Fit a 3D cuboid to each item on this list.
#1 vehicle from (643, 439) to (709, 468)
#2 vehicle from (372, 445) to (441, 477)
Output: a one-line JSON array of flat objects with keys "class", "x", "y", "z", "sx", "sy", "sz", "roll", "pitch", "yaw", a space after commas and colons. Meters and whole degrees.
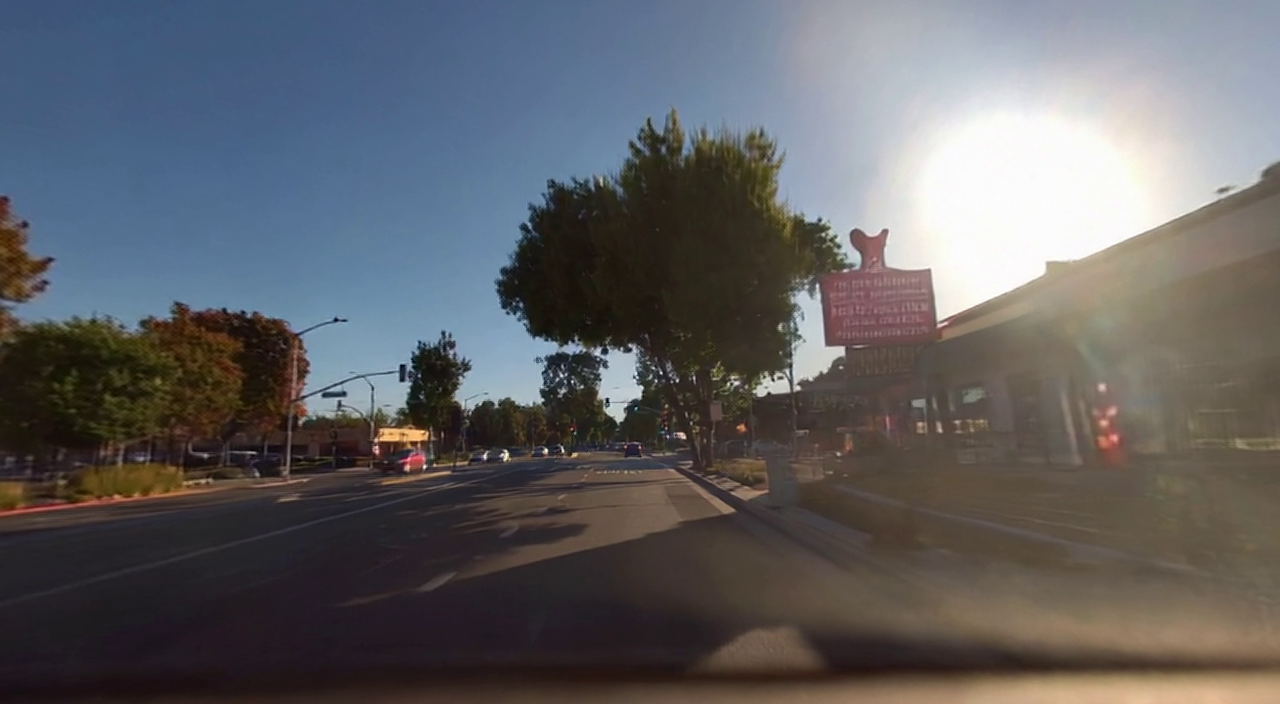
[{"class": "vehicle", "x": 2.227, "y": 6.117, "z": 38.123, "sx": 2.191, "sy": 1.607, "sz": 4.361, "roll": -5, "pitch": -10, "yaw": 31}, {"class": "vehicle", "x": -13.003, "y": 6.063, "z": 35.362, "sx": 2.145, "sy": 1.660, "sz": 4.423, "roll": 0, "pitch": -9, "yaw": 0}]
